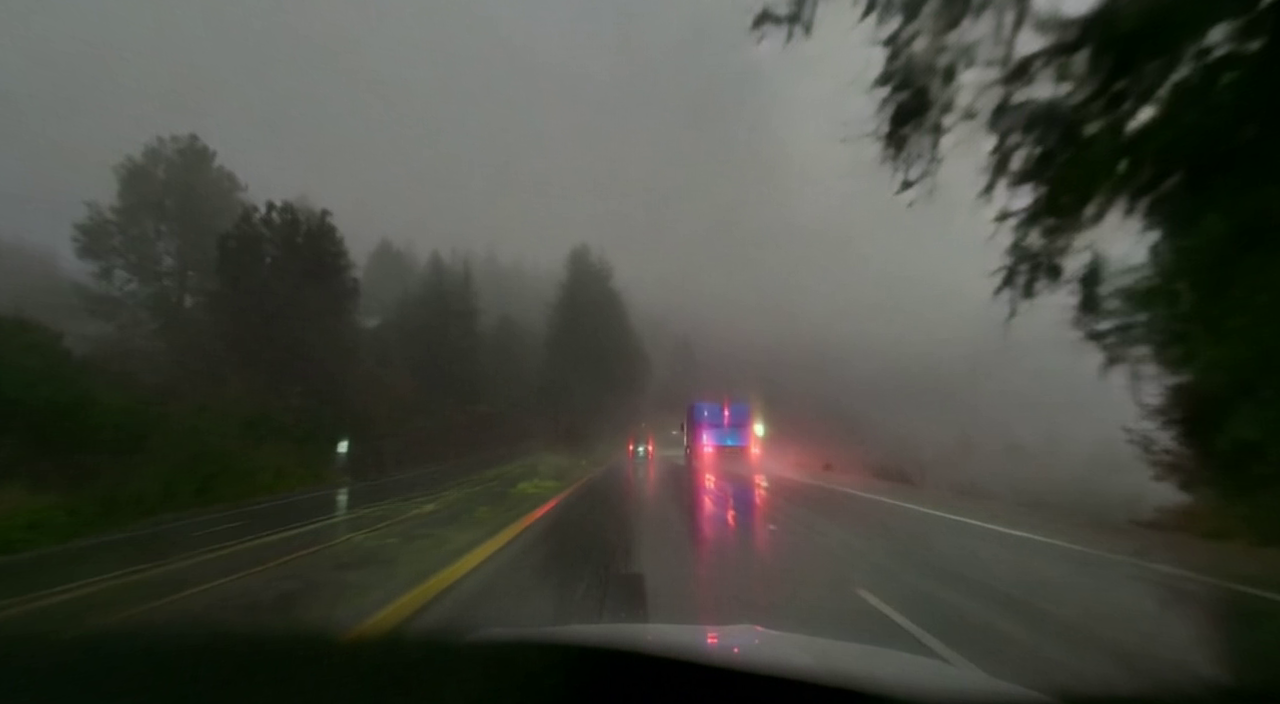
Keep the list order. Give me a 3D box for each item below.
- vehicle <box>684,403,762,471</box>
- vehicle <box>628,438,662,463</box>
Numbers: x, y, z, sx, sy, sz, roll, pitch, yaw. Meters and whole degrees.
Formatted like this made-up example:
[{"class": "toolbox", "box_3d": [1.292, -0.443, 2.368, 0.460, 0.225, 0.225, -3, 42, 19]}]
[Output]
[{"class": "vehicle", "box_3d": [4.239, 4.606, 33.989, 3.015, 3.211, 7.982, 0, -8, -1]}, {"class": "vehicle", "box_3d": [0.345, 6.632, 42.435, 2.170, 1.544, 4.373, 0, -8, 0]}]
